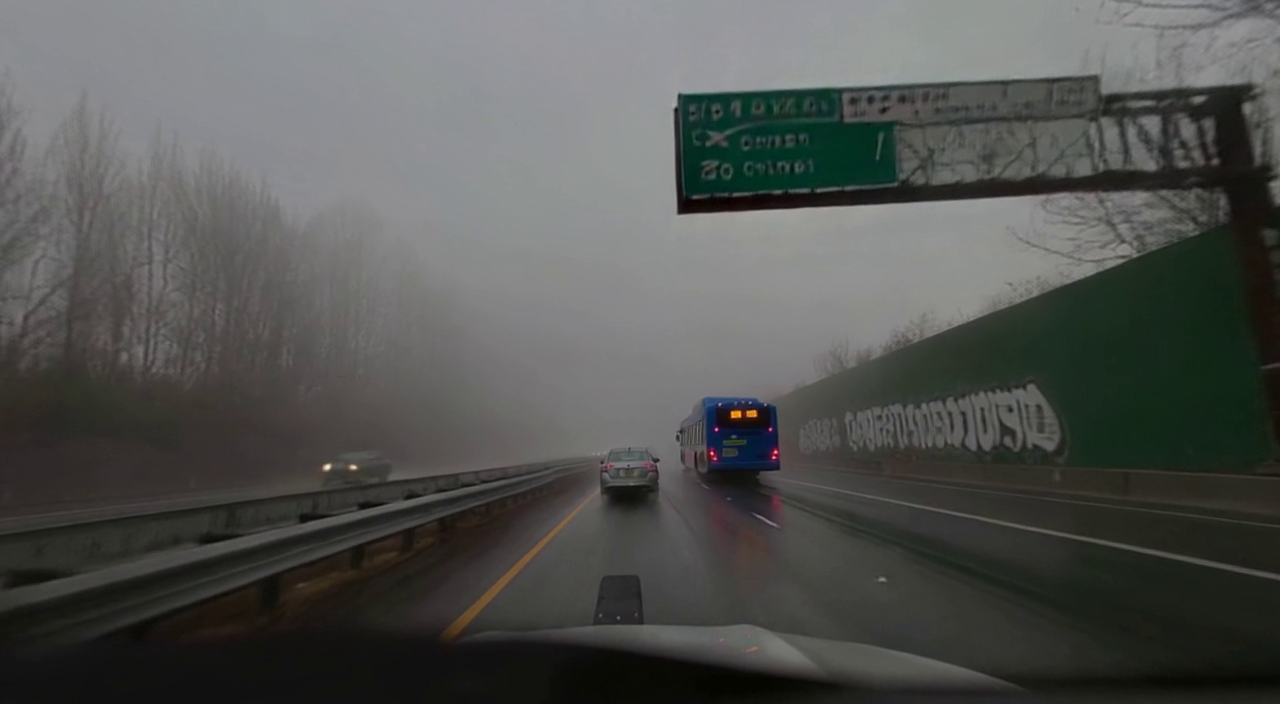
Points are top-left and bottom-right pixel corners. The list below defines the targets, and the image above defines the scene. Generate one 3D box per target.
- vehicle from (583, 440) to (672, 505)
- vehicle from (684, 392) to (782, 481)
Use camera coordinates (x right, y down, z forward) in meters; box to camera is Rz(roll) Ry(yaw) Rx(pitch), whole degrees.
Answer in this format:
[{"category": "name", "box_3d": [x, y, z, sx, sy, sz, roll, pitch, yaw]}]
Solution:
[{"category": "vehicle", "box_3d": [-0.289, 3.240, 17.235, 2.160, 1.532, 4.073, -1, -9, 1]}, {"category": "vehicle", "box_3d": [4.117, 4.326, 31.262, 3.055, 3.479, 12.521, -1, -9, 0]}]
